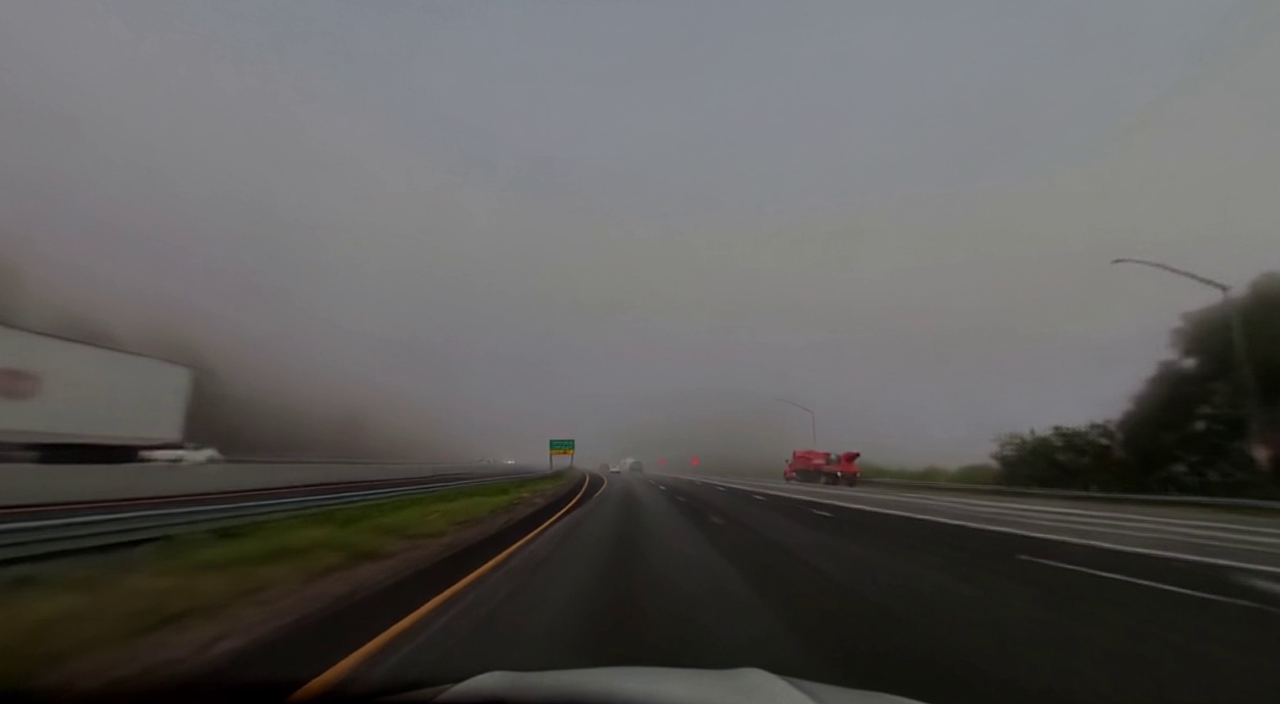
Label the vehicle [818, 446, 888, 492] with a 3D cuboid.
[{"bbox_3d":[16.310,9.017,48.642,2.827,3.120,6.502,5,-10,-3],"label":"vehicle"}]

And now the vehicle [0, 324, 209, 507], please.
[{"bbox_3d":[-15.069,1.539,14.459,2.812,3.834,10.802,1,-10,-2],"label":"vehicle"}]

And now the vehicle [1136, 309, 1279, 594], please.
[{"bbox_3d":[8.253,0.841,5.363,2.616,3.039,6.382,2,-10,-1],"label":"vehicle"}]
